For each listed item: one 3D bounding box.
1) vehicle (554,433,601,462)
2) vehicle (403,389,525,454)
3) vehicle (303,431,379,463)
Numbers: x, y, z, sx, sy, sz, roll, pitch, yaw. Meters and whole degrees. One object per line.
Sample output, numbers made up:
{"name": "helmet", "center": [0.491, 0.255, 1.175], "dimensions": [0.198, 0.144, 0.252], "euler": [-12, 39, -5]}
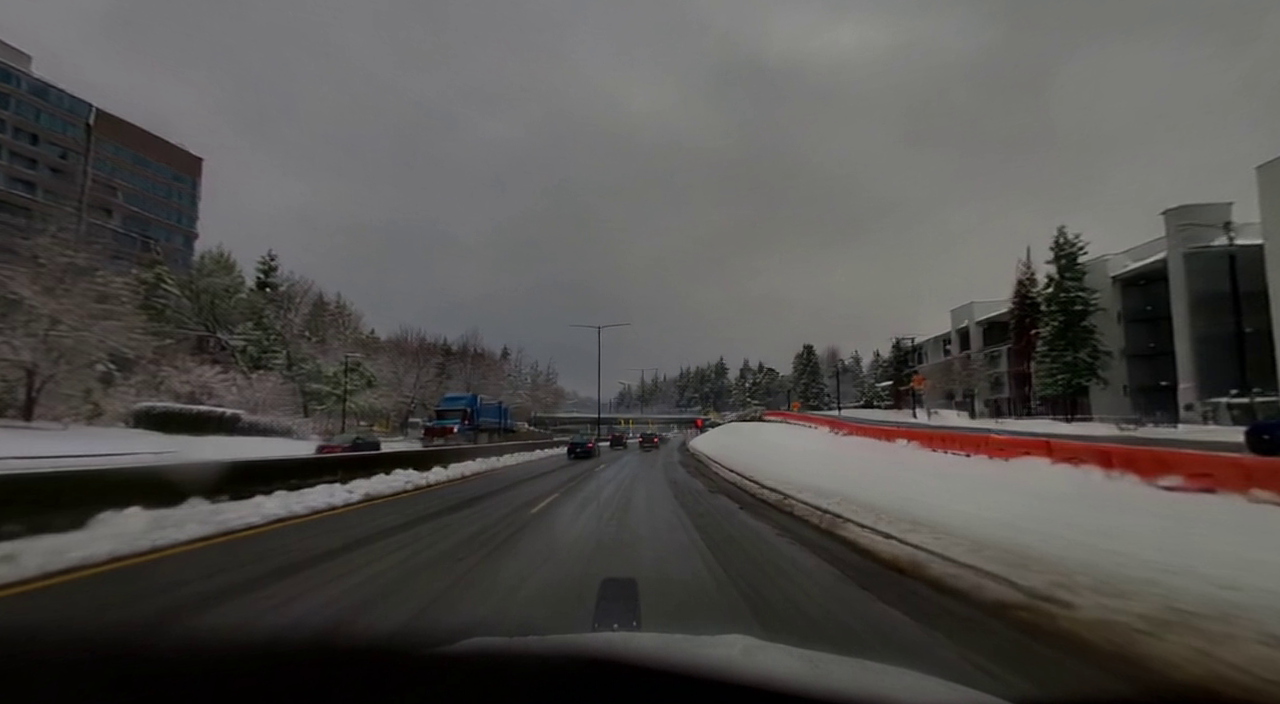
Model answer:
{"name": "vehicle", "center": [-3.160, 4.895, 32.554], "dimensions": [1.848, 1.406, 4.013], "euler": [0, -8, 2]}
{"name": "vehicle", "center": [-12.222, 5.335, 46.677], "dimensions": [3.408, 3.933, 16.893], "euler": [0, -8, 3]}
{"name": "vehicle", "center": [-16.308, 5.165, 34.598], "dimensions": [1.874, 1.612, 4.303], "euler": [0, -8, 4]}
